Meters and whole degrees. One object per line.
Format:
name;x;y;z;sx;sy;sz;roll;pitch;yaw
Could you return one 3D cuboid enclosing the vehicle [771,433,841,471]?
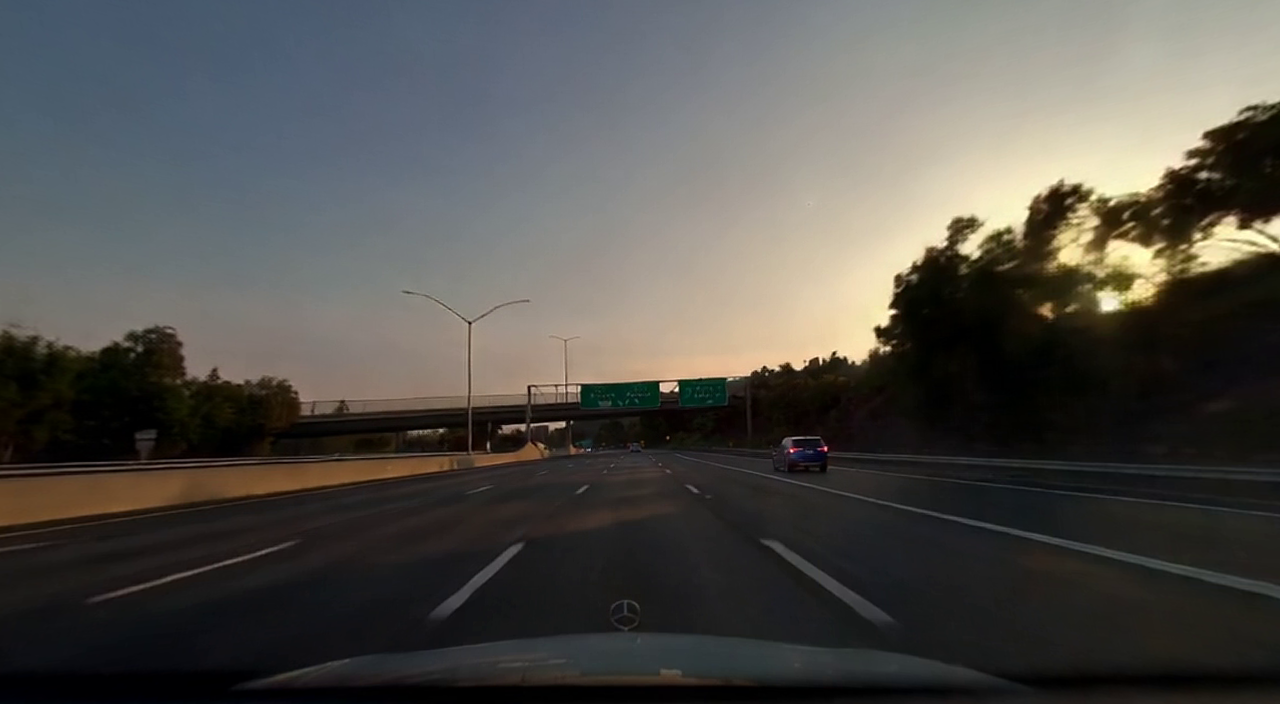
vehicle;8.125;4.958;31.321;2.091;1.711;4.383;0;-9;-3
